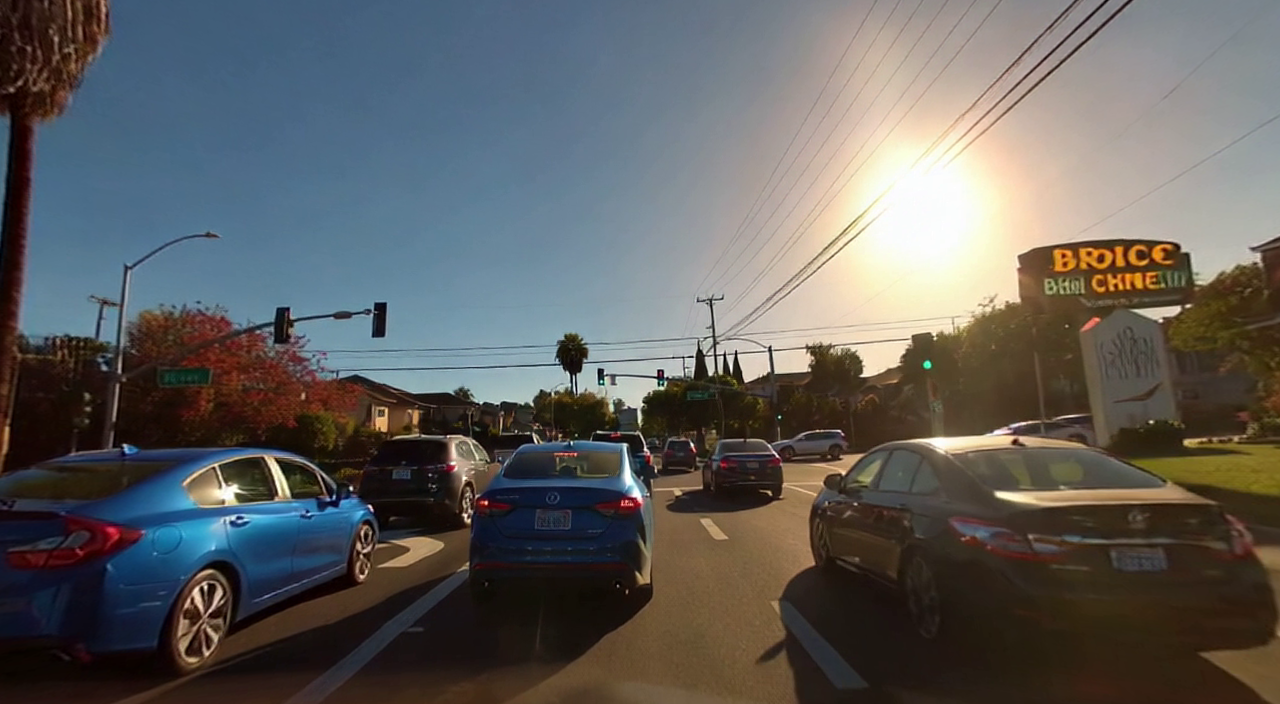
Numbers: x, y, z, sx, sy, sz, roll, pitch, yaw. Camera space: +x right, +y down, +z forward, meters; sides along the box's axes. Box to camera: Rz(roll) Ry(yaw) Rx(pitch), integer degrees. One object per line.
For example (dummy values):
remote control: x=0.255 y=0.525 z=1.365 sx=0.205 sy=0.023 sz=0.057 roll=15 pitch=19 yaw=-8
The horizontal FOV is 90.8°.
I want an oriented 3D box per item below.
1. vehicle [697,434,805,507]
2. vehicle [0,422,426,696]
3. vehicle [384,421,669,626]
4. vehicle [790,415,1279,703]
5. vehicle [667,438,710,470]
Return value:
vehicle: x=2.680 y=2.965 z=16.316 sx=1.956 sy=1.615 sz=4.205 roll=0 pitch=-9 yaw=-1
vehicle: x=-3.679 y=1.461 z=5.725 sx=2.058 sy=1.474 sz=4.473 roll=0 pitch=-9 yaw=-2
vehicle: x=-0.873 y=1.564 z=6.681 sx=2.104 sy=1.500 sz=3.815 roll=0 pitch=-9 yaw=-1
vehicle: x=2.795 y=1.361 z=5.229 sx=2.014 sy=1.464 sz=4.312 roll=0 pitch=-8 yaw=0
vehicle: x=2.761 y=5.909 z=36.824 sx=2.063 sy=1.750 sz=4.410 roll=0 pitch=-9 yaw=-1
